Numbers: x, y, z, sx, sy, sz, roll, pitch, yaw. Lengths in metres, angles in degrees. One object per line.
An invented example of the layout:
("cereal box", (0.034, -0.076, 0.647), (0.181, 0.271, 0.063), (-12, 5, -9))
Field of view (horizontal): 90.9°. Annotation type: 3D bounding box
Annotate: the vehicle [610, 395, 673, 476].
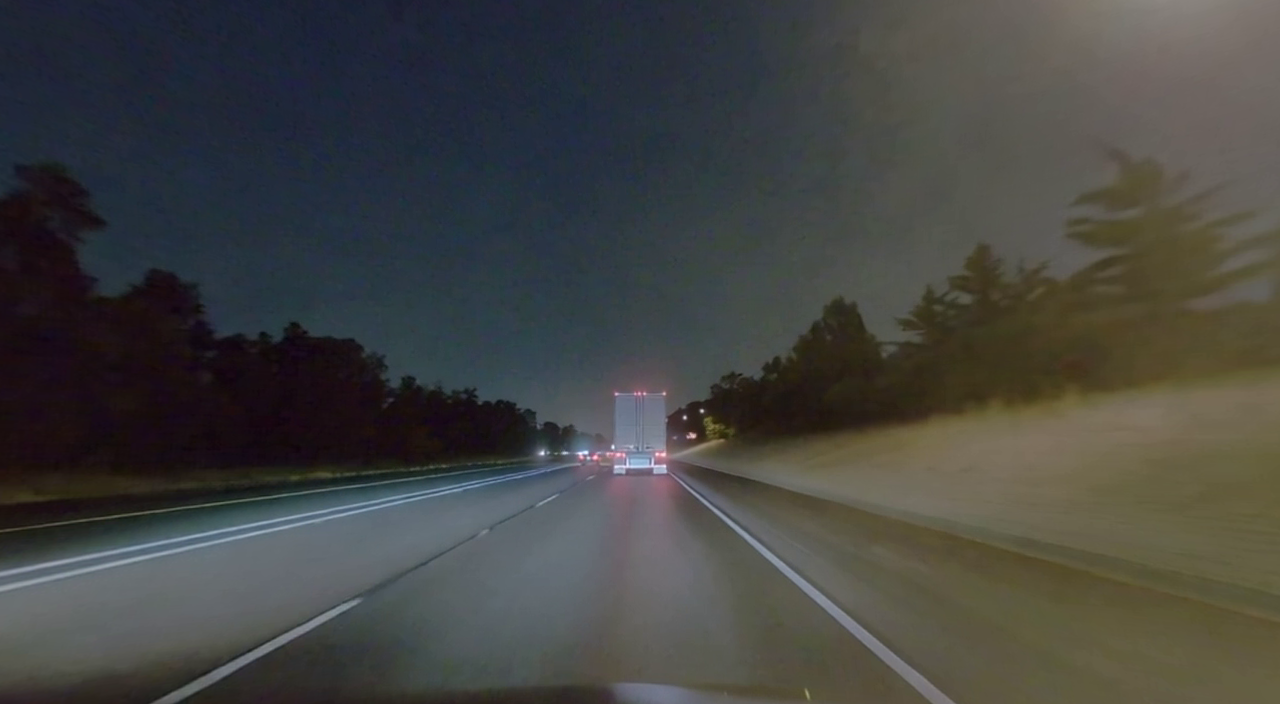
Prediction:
("vehicle", (0.085, 4.711, 34.647), (2.959, 3.828, 9.617), (0, -9, 0))
